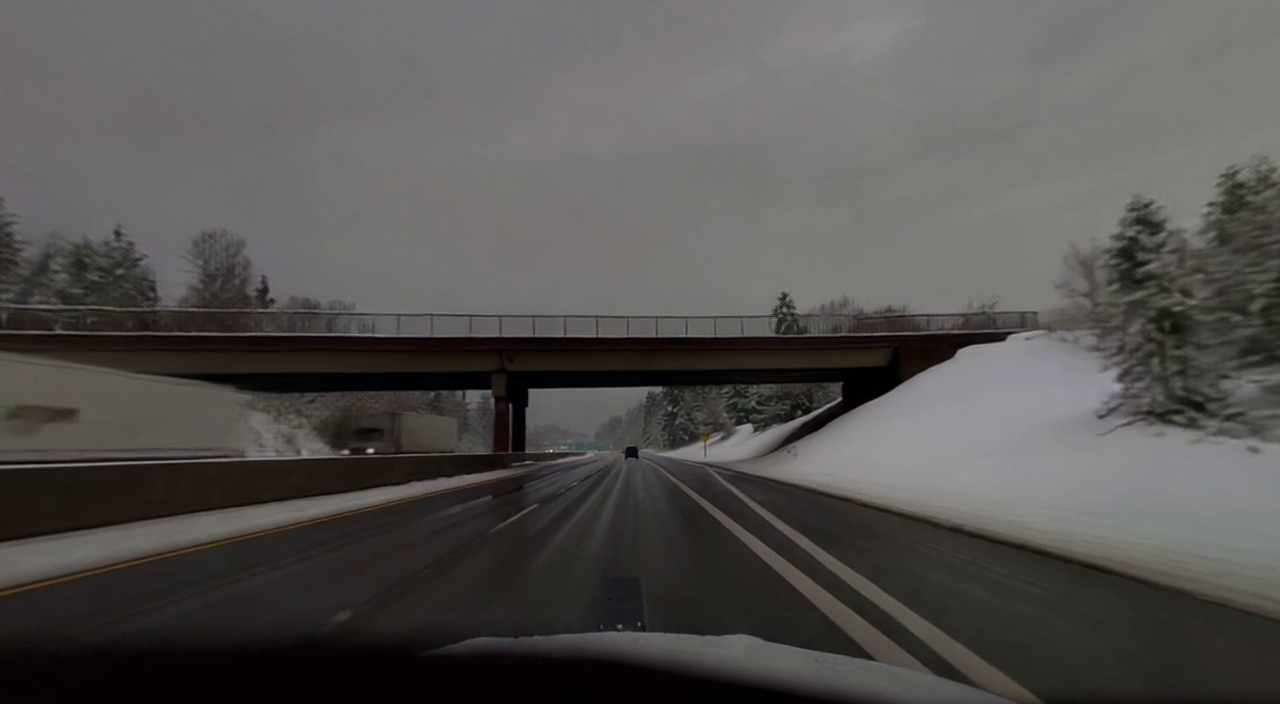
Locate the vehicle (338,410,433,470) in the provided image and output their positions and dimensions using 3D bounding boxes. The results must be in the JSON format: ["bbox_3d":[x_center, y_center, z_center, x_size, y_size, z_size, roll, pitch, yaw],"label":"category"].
[{"bbox_3d":[-18.594,6.635,47.051,2.912,3.980,10.503,0,-9,-2],"label":"vehicle"}]

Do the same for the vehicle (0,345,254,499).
[{"bbox_3d":[-18.250,2.399,20.128,2.906,3.972,14.227,0,-9,0],"label":"vehicle"}]
